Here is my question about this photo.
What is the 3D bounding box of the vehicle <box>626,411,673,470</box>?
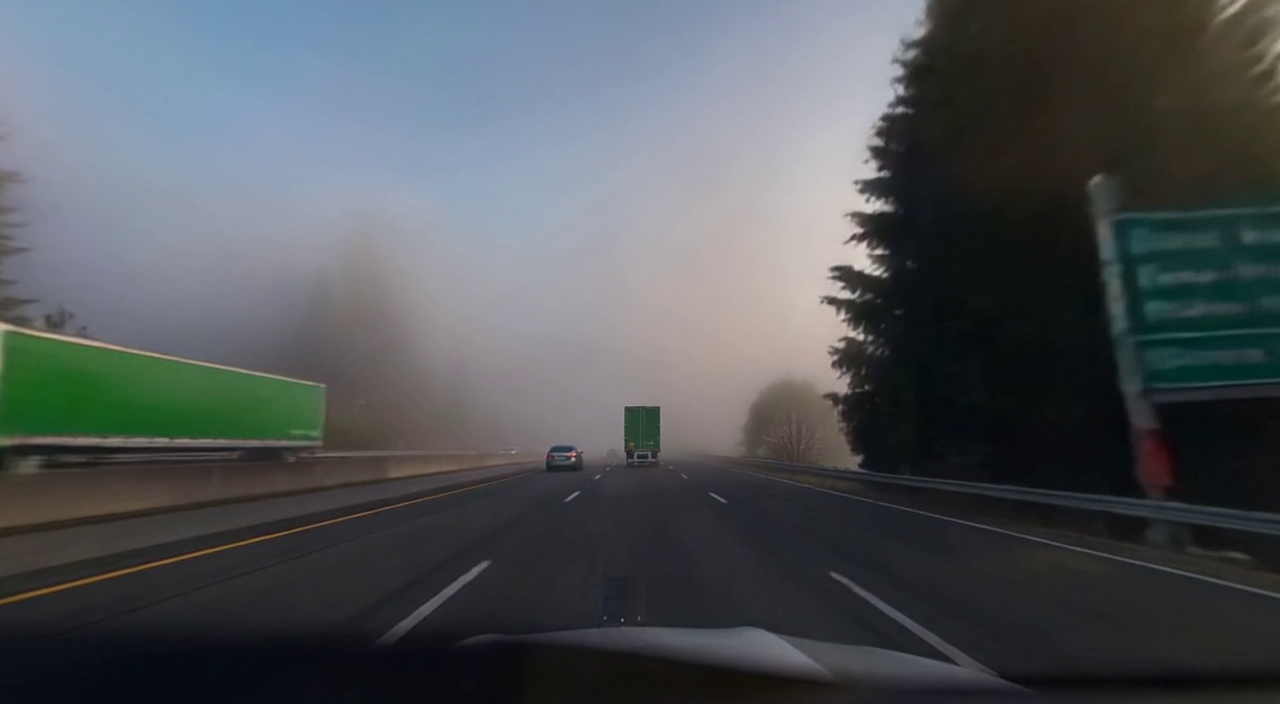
[{"bbox_3d":[0.482,6.194,43.674,2.893,3.628,9.081,0,-9,-2],"label":"vehicle"}]

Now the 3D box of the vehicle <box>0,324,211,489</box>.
[{"bbox_3d":[-17.060,1.675,17.560,2.929,3.987,10.111,0,-9,0],"label":"vehicle"}]

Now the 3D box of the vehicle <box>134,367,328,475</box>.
[{"bbox_3d":[-17.080,3.146,27.339,2.846,3.973,8.051,0,-9,0],"label":"vehicle"}]

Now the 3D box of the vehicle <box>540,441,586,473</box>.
[{"bbox_3d":[-4.272,5.906,35.593,2.079,1.656,3.965,0,-9,0],"label":"vehicle"}]
